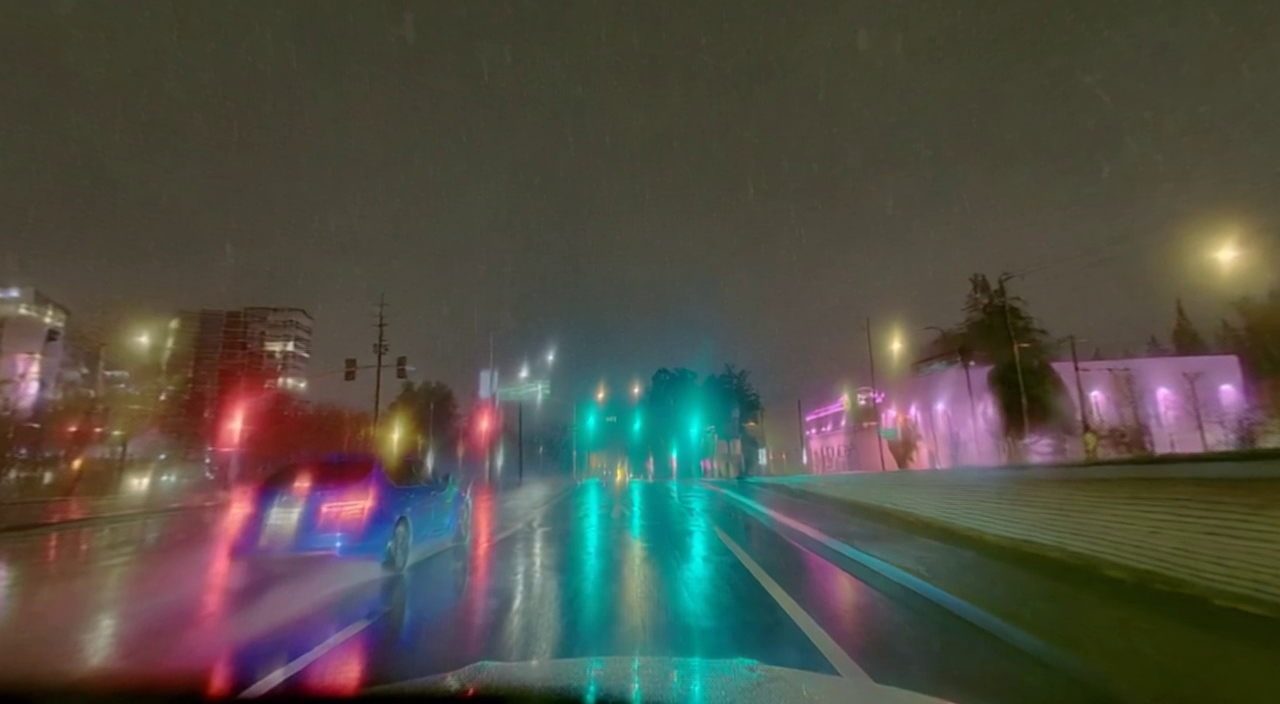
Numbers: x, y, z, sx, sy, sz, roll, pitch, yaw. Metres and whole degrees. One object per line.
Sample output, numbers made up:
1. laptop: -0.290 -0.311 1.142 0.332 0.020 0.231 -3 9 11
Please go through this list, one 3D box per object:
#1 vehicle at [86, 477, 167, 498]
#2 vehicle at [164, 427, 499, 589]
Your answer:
1. vehicle: -39.047 10.367 48.110 4.315 1.421 2.020 0 -15 0
2. vehicle: -3.318 1.754 7.996 2.041 1.470 4.290 0 -8 0
